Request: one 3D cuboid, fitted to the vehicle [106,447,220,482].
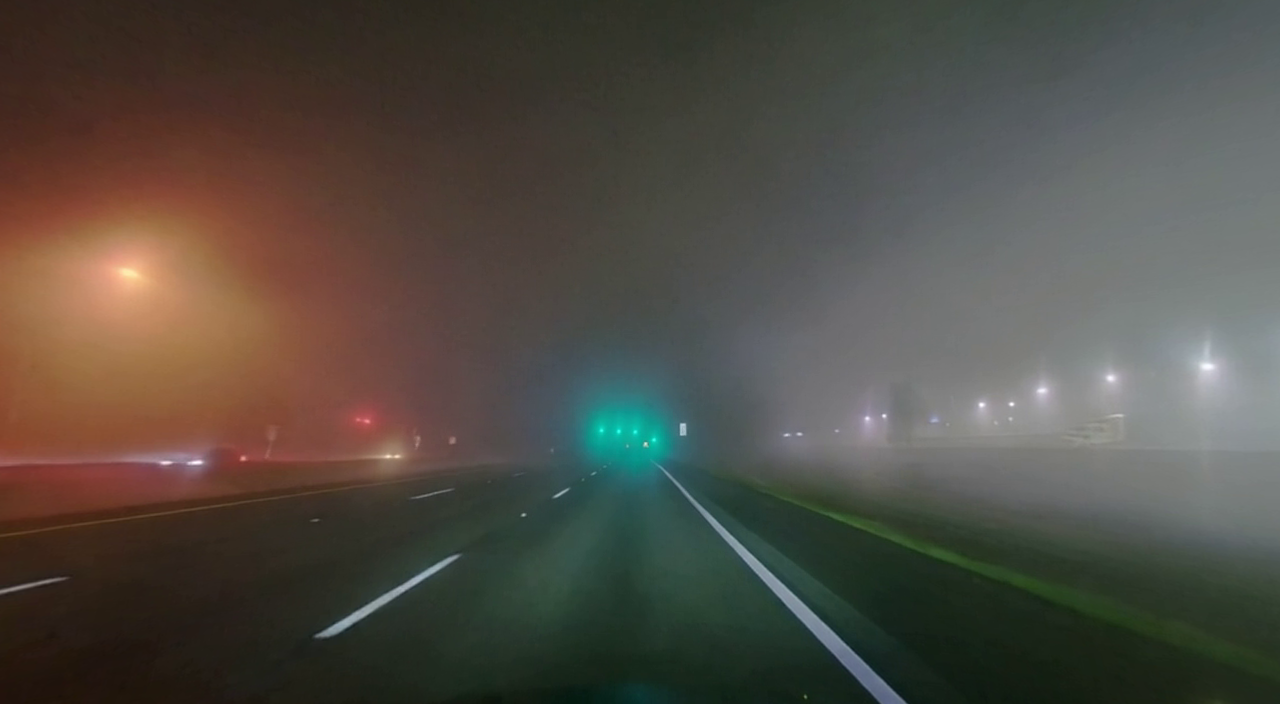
[{"bbox_3d":[-23.684,5.564,31.510,2.141,1.573,4.492,0,-9,0],"label":"vehicle"}]
